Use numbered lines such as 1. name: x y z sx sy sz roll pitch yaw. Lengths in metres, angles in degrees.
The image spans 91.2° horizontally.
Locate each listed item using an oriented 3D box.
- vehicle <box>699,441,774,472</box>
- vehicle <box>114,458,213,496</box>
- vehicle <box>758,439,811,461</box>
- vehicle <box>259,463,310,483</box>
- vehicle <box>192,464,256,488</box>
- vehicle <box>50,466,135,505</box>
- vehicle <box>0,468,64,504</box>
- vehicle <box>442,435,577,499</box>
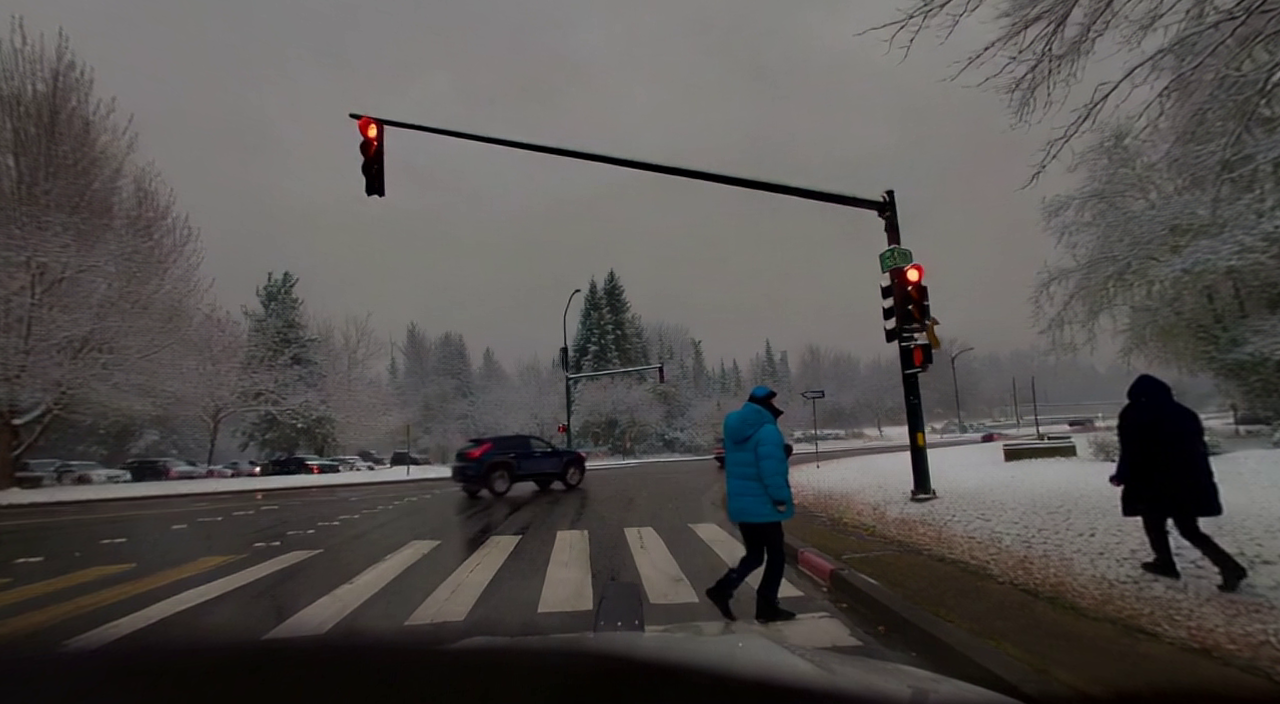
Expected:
1. vehicle: 5.394 5.716 34.548 1.915 1.586 4.734 -8 -11 39
2. vehicle: -27.839 7.276 36.902 2.064 1.913 5.081 0 -9 -4
3. vehicle: 11.437 7.719 49.395 1.979 1.659 4.907 -8 -11 39
4. vehicle: -28.147 9.571 49.740 1.776 1.452 3.920 0 -9 0
5. vehicle: -28.545 8.481 43.146 1.768 1.465 3.972 0 -9 -1
6. vehicle: -25.427 6.158 29.260 1.694 1.528 4.225 3 -9 -23
7. vehicle: -30.329 6.441 30.324 1.800 1.520 3.968 2 -9 -14
8. vehicle: -4.436 3.938 21.910 2.001 1.988 4.281 -8 -11 39
